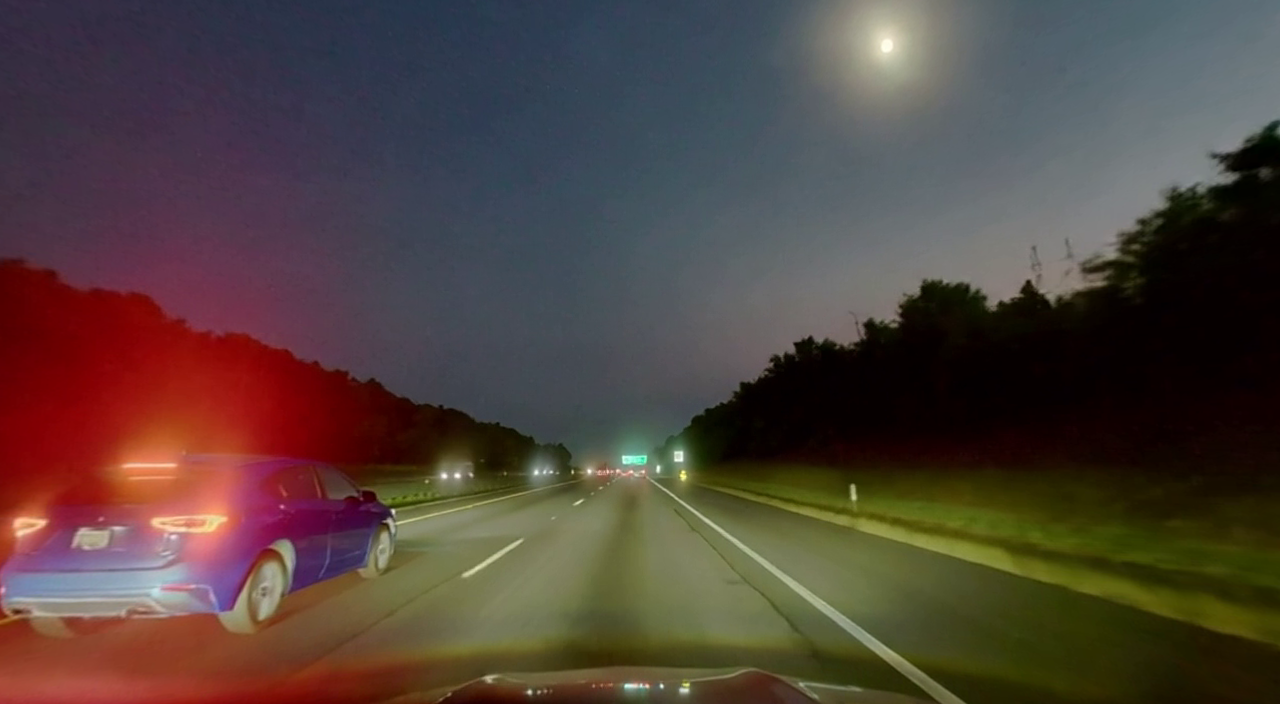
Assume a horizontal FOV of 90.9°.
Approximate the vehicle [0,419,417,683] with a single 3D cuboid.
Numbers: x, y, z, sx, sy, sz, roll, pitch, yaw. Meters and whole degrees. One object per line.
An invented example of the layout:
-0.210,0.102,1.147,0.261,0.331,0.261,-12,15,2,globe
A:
-3.821,1.542,5.809,2.017,1.516,4.041,1,-11,0,vehicle
